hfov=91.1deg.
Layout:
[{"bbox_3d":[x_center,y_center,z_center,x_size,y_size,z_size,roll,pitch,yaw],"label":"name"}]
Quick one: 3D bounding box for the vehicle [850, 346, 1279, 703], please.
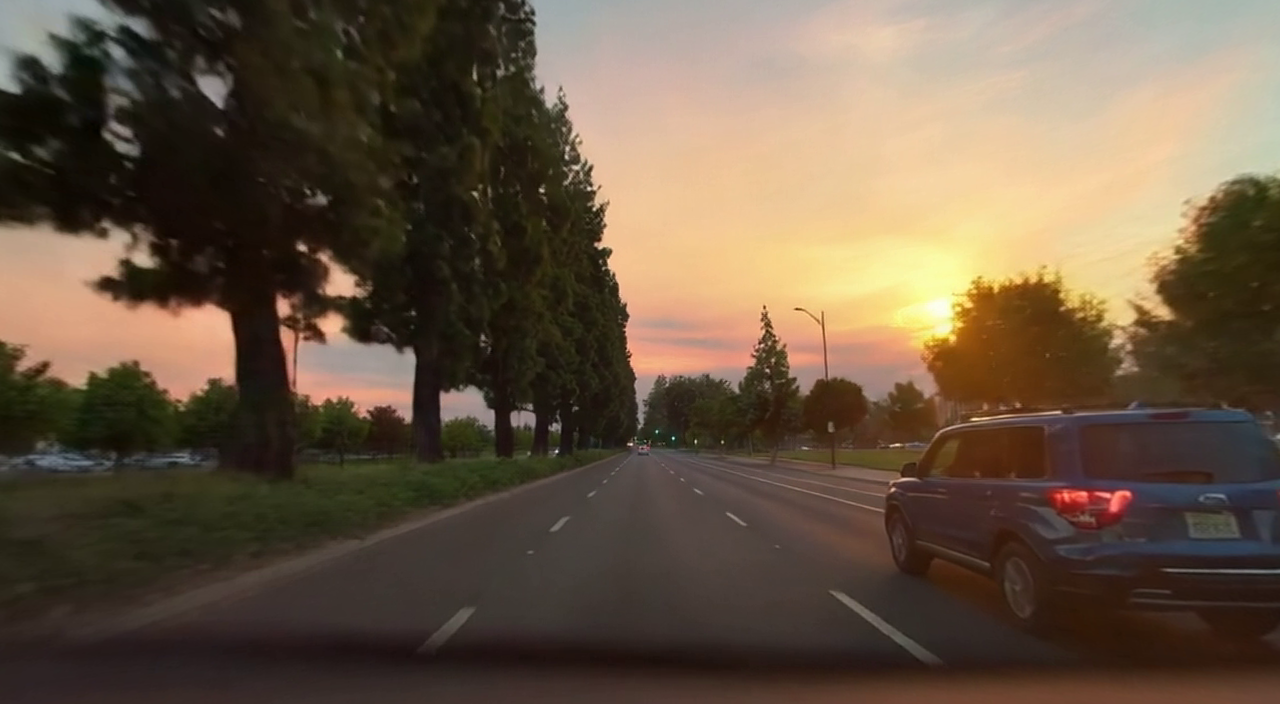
[{"bbox_3d":[3.615,1.210,5.047,2.087,1.759,5.040,0,-8,0],"label":"vehicle"}]
